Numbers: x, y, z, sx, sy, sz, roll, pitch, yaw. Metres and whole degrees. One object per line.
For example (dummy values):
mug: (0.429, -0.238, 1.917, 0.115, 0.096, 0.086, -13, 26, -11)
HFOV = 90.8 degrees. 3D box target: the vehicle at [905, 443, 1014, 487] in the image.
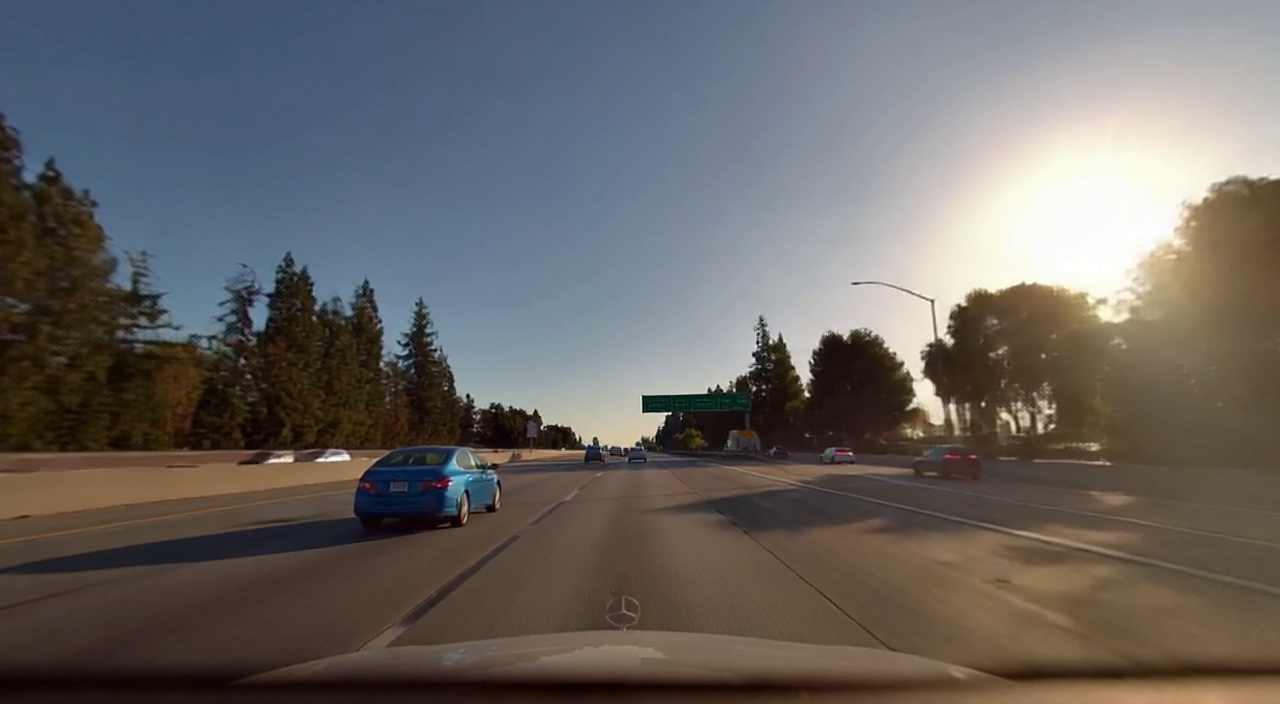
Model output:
vehicle: (12.266, 4.362, 24.697, 1.940, 1.496, 4.992, -1, -9, 4)

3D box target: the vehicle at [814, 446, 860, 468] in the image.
vehicle: (13.797, 7.368, 44.559, 1.873, 1.463, 4.937, 0, -9, 2)

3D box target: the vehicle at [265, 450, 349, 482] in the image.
vehicle: (-21.119, 7.211, 40.390, 2.343, 1.886, 5.482, 0, -9, 0)

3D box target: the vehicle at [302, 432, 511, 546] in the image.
vehicle: (-3.667, 2.226, 10.885, 2.020, 1.554, 4.137, 0, -9, 0)
